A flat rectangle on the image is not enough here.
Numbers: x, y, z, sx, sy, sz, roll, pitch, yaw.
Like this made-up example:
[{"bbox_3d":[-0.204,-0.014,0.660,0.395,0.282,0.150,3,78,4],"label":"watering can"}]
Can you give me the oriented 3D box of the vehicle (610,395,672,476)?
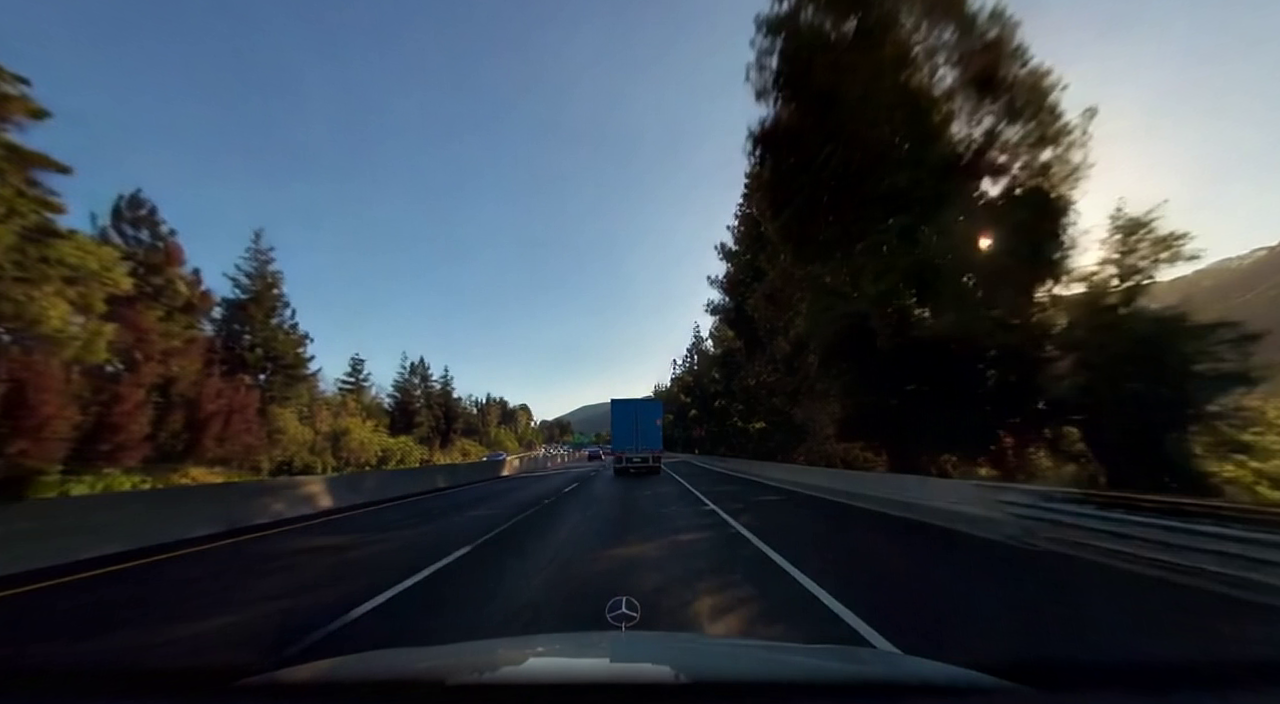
[{"bbox_3d":[0.033,4.758,34.972,2.959,3.828,9.617,0,-9,0],"label":"vehicle"}]
